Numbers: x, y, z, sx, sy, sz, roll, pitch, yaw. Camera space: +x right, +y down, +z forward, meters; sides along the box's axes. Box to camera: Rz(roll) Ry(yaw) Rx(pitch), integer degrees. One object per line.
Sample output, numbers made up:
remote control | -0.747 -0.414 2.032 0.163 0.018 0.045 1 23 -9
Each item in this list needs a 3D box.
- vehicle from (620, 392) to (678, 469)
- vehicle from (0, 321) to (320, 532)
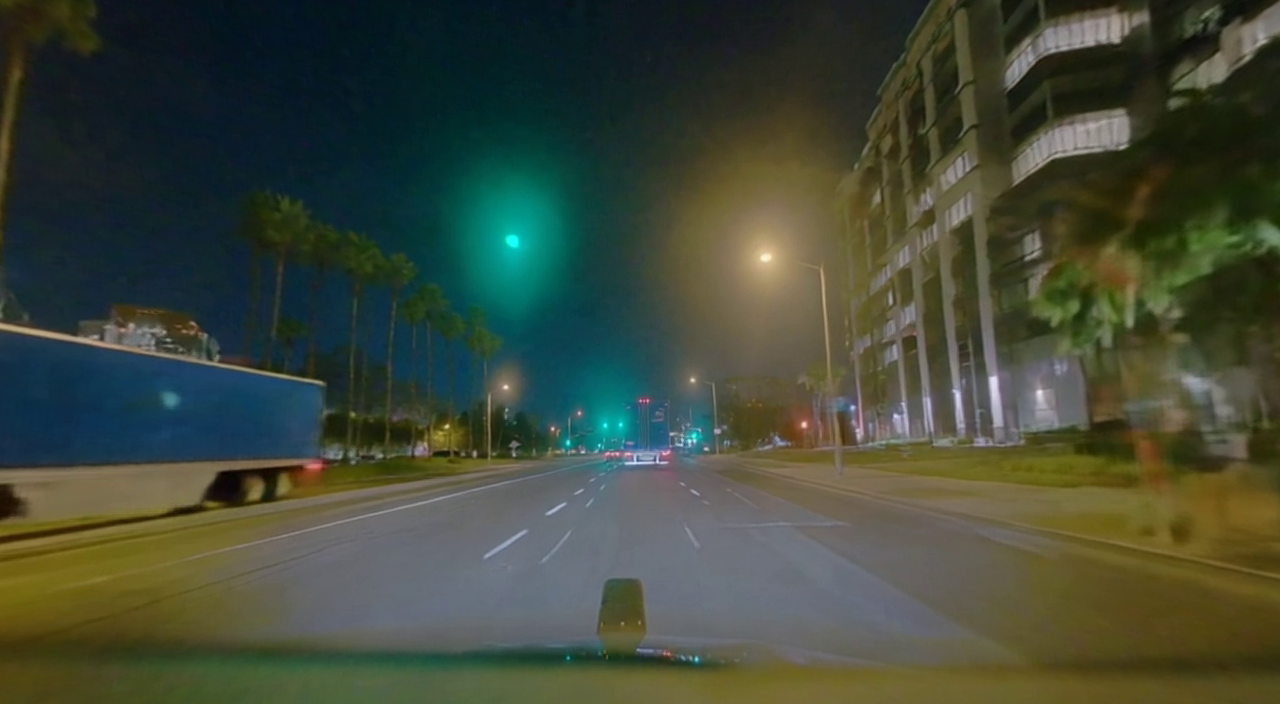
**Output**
vehicle | 0.311 4.933 38.220 2.992 3.949 11.815 0 -9 -1
vehicle | -14.360 2.128 16.850 2.957 4.233 15.722 0 -9 1
